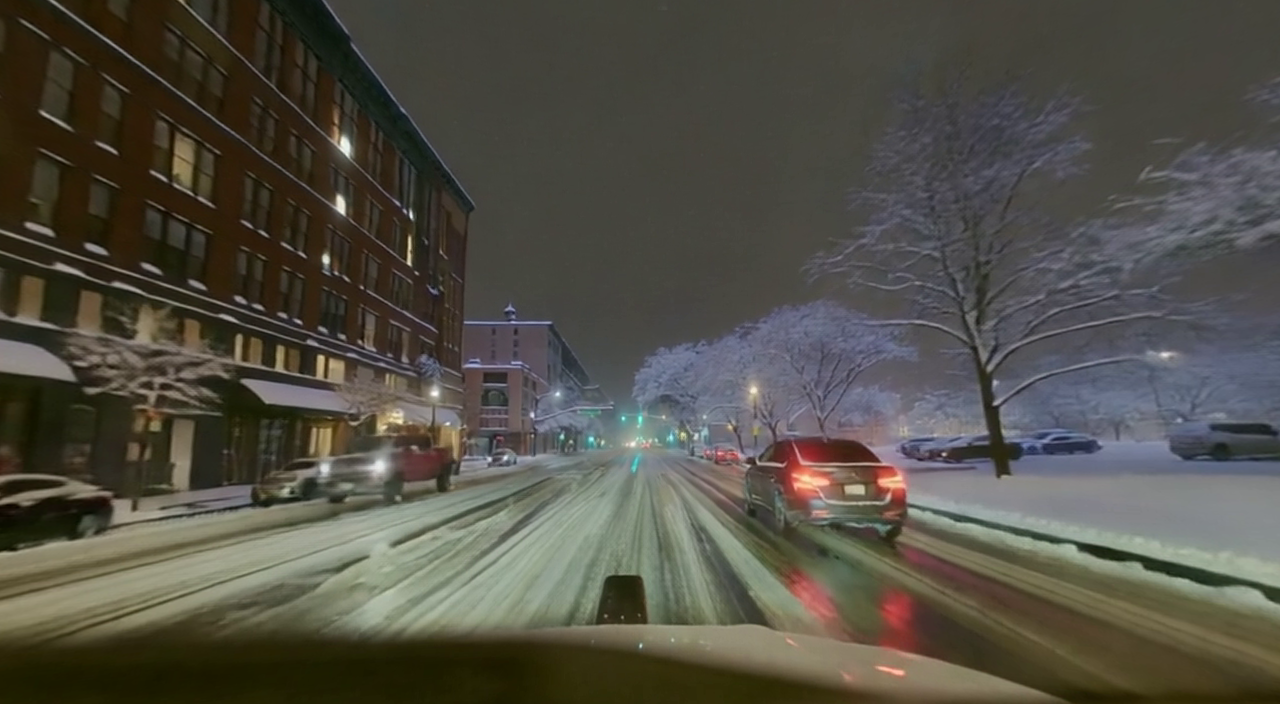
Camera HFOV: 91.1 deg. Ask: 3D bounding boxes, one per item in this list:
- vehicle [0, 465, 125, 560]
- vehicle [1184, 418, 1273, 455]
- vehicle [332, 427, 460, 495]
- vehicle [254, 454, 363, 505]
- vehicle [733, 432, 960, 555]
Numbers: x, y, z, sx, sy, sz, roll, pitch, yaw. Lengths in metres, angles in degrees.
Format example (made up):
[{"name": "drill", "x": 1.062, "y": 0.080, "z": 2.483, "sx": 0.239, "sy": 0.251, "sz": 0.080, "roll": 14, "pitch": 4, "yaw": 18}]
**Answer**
[{"name": "vehicle", "x": -12.228, "y": 2.953, "z": 11.367, "sx": 1.910, "sy": 1.511, "sz": 4.565, "roll": -1, "pitch": -7, "yaw": 0}, {"name": "vehicle", "x": 32.410, "y": 4.740, "z": 34.745, "sx": 2.005, "sy": 1.825, "sz": 4.889, "roll": -5, "pitch": -10, "yaw": 25}, {"name": "vehicle", "x": -8.391, "y": 3.808, "z": 22.289, "sx": 2.379, "sy": 2.086, "sz": 5.321, "roll": 0, "pitch": -8, "yaw": 0}, {"name": "vehicle", "x": -12.234, "y": 4.685, "z": 23.509, "sx": 1.867, "sy": 1.583, "sz": 4.108, "roll": -1, "pitch": -8, "yaw": -1}, {"name": "vehicle", "x": 2.928, "y": 2.103, "z": 10.112, "sx": 2.080, "sy": 1.524, "sz": 4.348, "roll": 0, "pitch": -8, "yaw": -1}]
